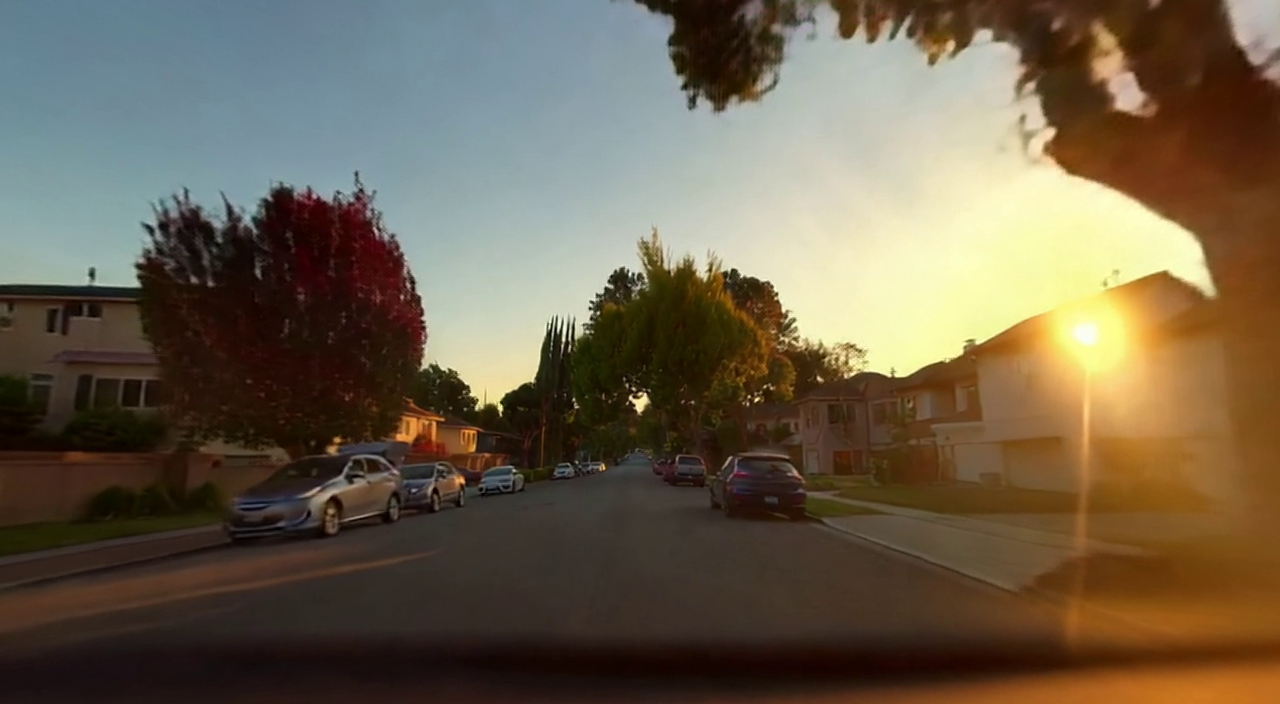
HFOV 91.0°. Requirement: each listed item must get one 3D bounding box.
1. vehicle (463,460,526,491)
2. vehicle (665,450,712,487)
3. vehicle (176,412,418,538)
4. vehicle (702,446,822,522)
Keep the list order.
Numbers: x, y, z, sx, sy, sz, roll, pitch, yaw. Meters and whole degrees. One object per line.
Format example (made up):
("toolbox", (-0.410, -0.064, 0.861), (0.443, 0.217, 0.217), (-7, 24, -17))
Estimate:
("vehicle", (-7.445, 6.436, 32.659), (2.071, 1.481, 4.425), (0, -11, 1))
("vehicle", (2.657, 6.519, 35.633), (2.262, 1.870, 4.948), (0, -8, 0))
("vehicle", (-7.168, 2.830, 14.208), (2.408, 2.201, 5.646), (-1, -13, -2))
("vehicle", (2.894, 3.229, 16.059), (2.050, 1.598, 4.590), (0, -8, -1))
